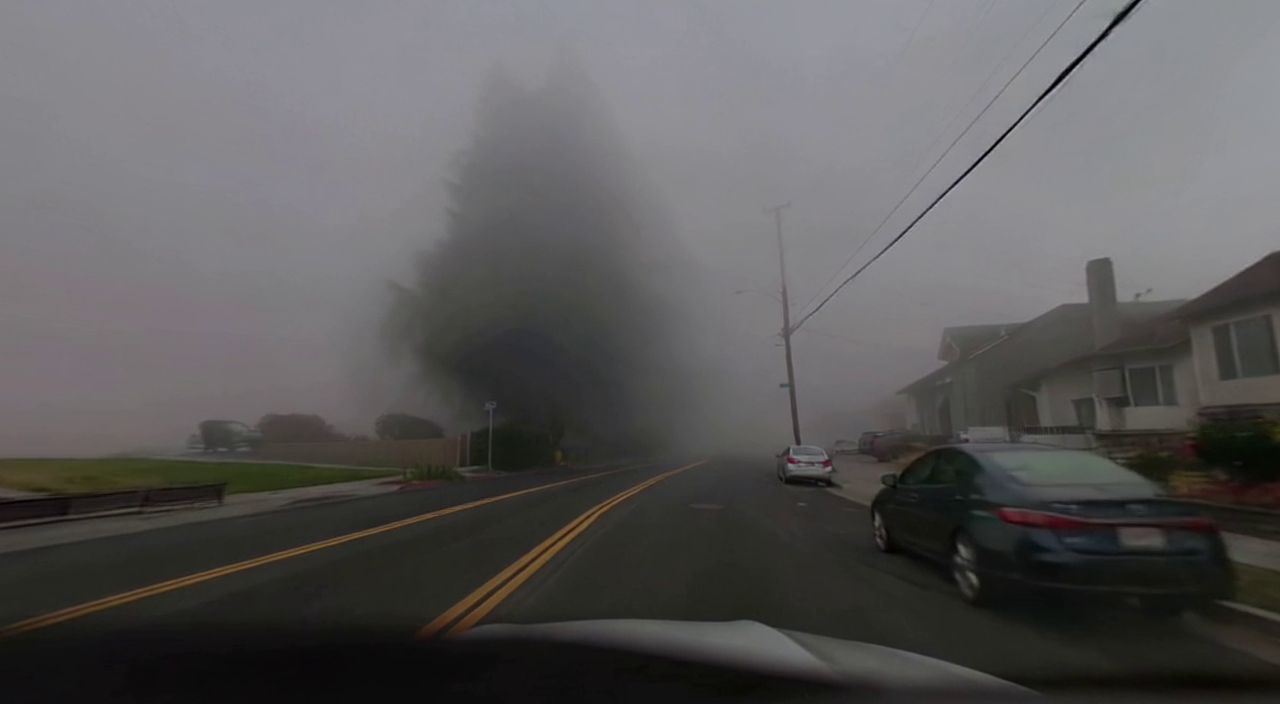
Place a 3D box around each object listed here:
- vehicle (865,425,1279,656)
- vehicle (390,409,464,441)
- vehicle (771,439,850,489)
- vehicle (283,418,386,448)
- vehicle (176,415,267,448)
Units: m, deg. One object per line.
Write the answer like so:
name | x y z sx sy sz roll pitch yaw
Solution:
vehicle | 3.522 1.475 5.916 1.665 1.425 3.727 0 -9 4
vehicle | -13.638 4.655 40.451 4.054 1.565 1.719 -5 0 11
vehicle | 5.549 3.695 21.037 1.947 1.479 3.743 -1 -9 6
vehicle | -15.826 4.246 32.845 4.407 1.478 1.973 -1 -9 10
vehicle | -24.632 4.660 37.367 1.861 1.795 4.302 0 -6 12
